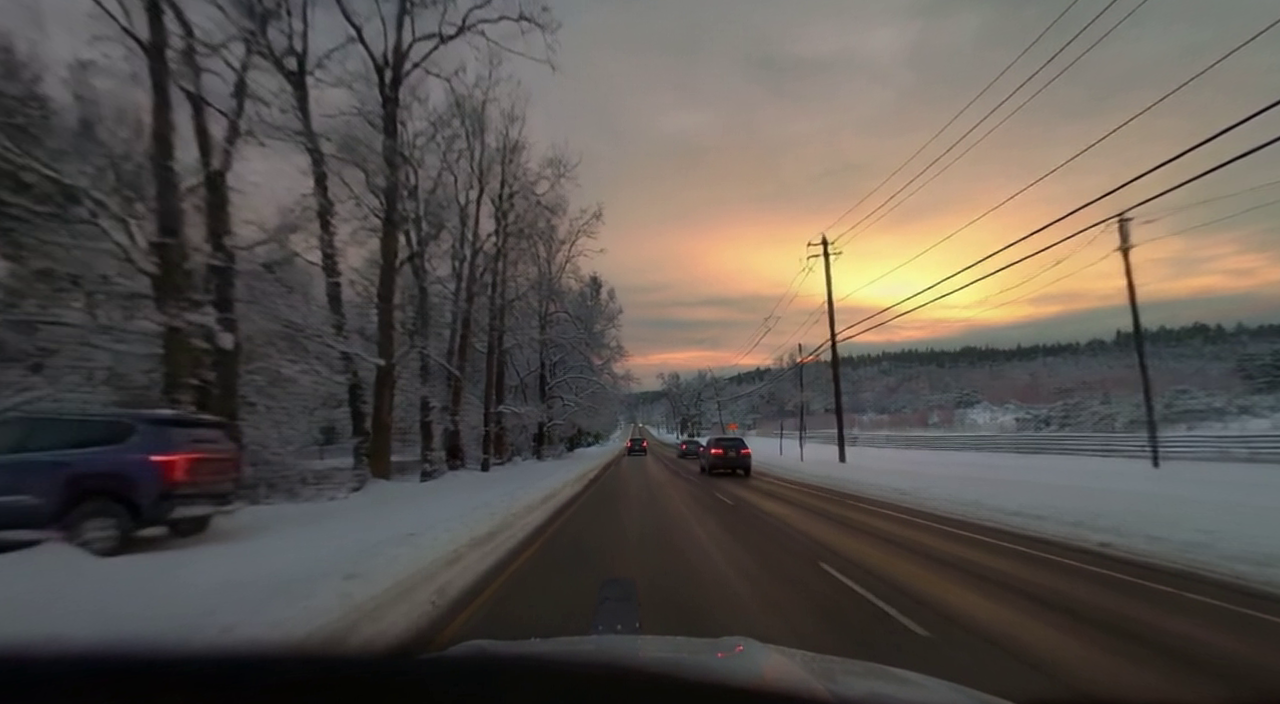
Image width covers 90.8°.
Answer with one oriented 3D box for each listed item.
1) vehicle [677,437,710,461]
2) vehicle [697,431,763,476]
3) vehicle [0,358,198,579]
[{"bbox_3d":[3.780,6.986,45.461,2.012,1.653,4.115,0,-8,-1],"label":"vehicle"},{"bbox_3d":[3.863,4.470,27.966,2.112,1.825,4.574,0,-8,-2],"label":"vehicle"},{"bbox_3d":[-8.864,1.535,8.779,3.613,2.628,2.227,0,-9,2],"label":"vehicle"}]
